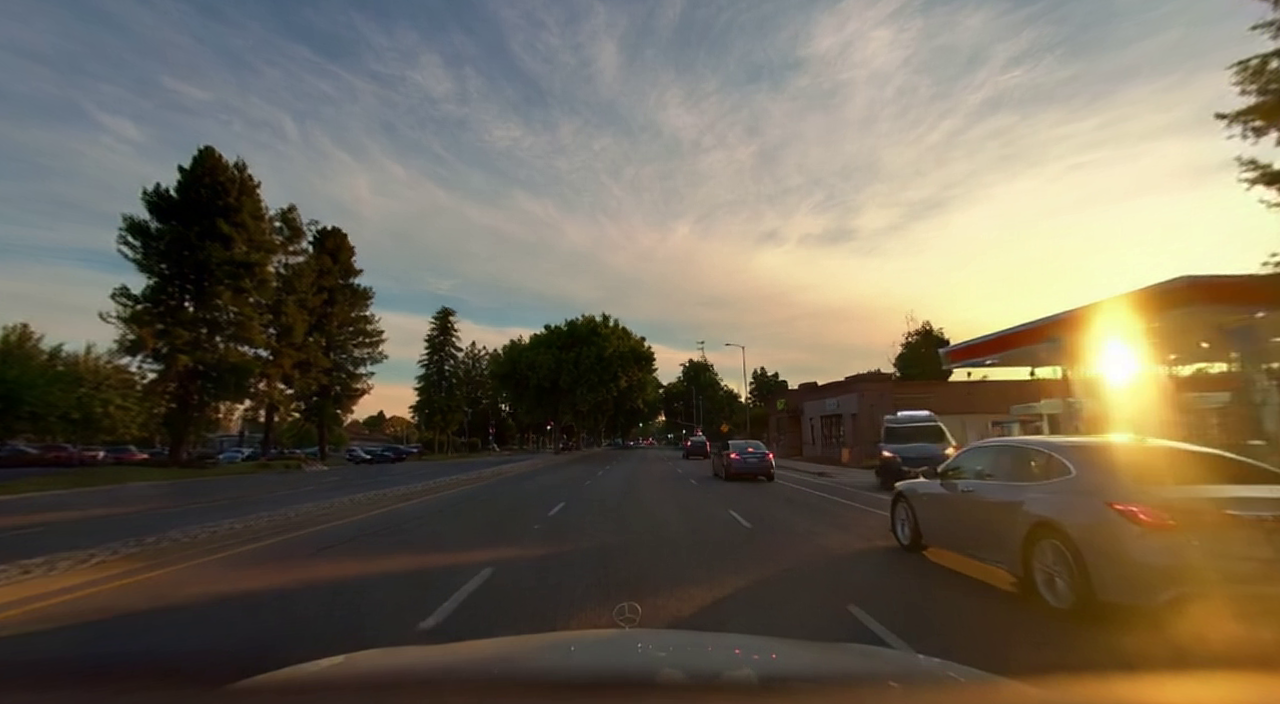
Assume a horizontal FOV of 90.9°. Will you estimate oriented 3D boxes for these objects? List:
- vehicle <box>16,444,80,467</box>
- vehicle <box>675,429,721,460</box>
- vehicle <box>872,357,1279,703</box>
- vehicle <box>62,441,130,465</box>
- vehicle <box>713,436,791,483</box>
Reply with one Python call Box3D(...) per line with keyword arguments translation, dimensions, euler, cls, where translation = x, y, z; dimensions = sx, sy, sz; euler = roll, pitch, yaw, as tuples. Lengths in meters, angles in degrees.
Box3D(translation=(-39.467, 6.872, 42.122), dimensions=(1.716, 1.433, 3.600), euler=(3, -9, -20), cls="vehicle")
Box3D(translation=(3.859, 6.301, 42.962), dimensions=(2.611, 1.983, 5.165), euler=(0, -8, 0), cls="vehicle")
Box3D(translation=(3.628, 1.164, 4.728), dimensions=(1.875, 1.665, 4.931), euler=(0, -8, 0), cls="vehicle")
Box3D(translation=(-37.210, 6.893, 43.235), dimensions=(2.003, 1.531, 4.062), euler=(3, -9, -19), cls="vehicle")
Box3D(translation=(3.693, 3.630, 21.575), dimensions=(1.871, 1.442, 4.122), euler=(0, -8, -1), cls="vehicle")
